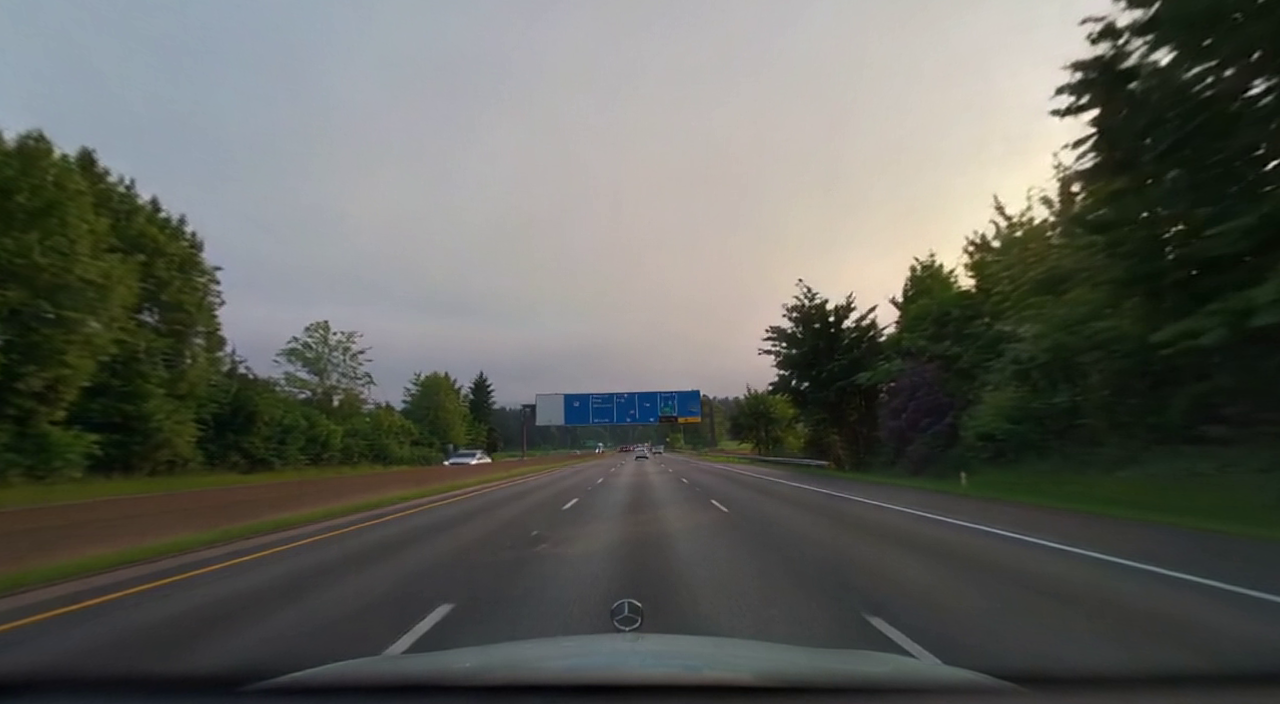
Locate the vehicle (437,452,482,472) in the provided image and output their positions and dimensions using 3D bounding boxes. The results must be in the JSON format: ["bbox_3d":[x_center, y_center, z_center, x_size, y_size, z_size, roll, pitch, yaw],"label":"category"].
[{"bbox_3d":[-13.588,8.298,47.787,2.159,1.438,4.323,0,-9,0],"label":"vehicle"}]
